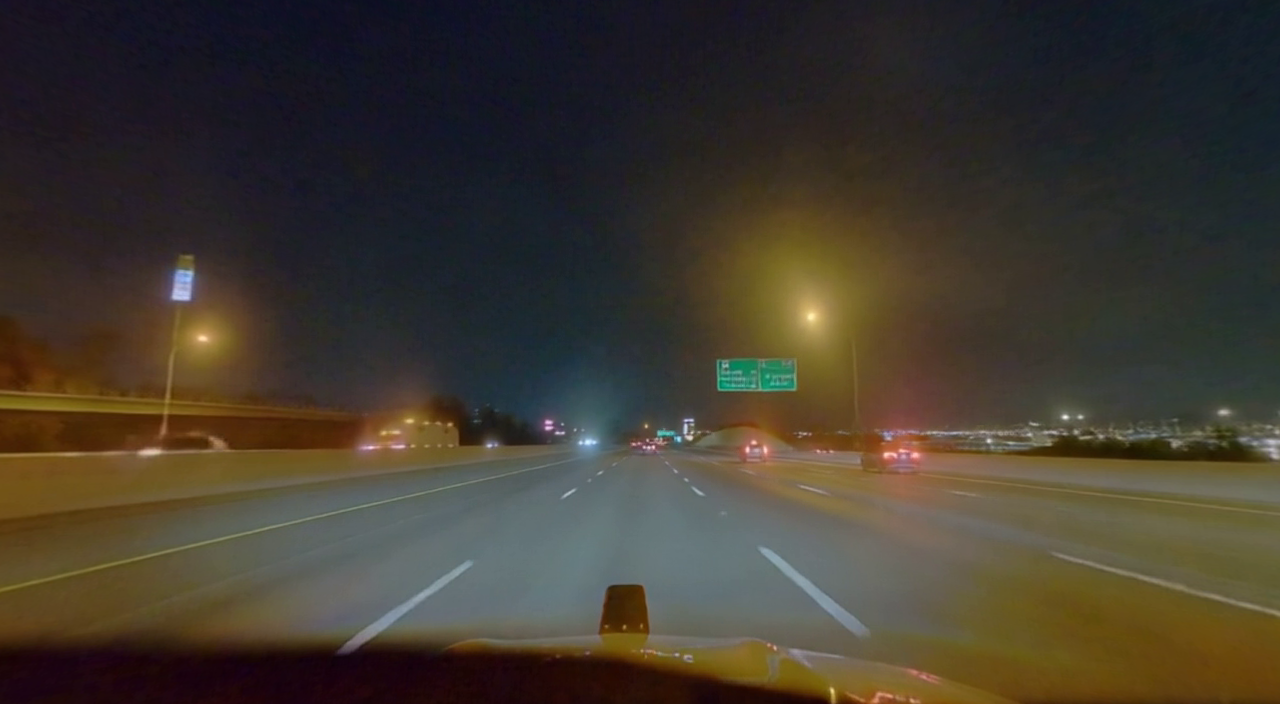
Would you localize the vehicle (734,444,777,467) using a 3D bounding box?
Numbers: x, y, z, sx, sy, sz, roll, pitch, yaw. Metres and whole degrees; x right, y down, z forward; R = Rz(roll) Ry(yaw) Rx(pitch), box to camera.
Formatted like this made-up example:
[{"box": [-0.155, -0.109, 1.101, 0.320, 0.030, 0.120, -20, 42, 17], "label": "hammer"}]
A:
[{"box": [7.868, 7.049, 43.217, 2.056, 1.465, 4.304, 0, -8, -1], "label": "vehicle"}]

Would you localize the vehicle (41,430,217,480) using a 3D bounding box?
[{"box": [-21.000, 4.271, 26.412, 2.348, 1.818, 5.837, 0, -8, 2], "label": "vehicle"}]
